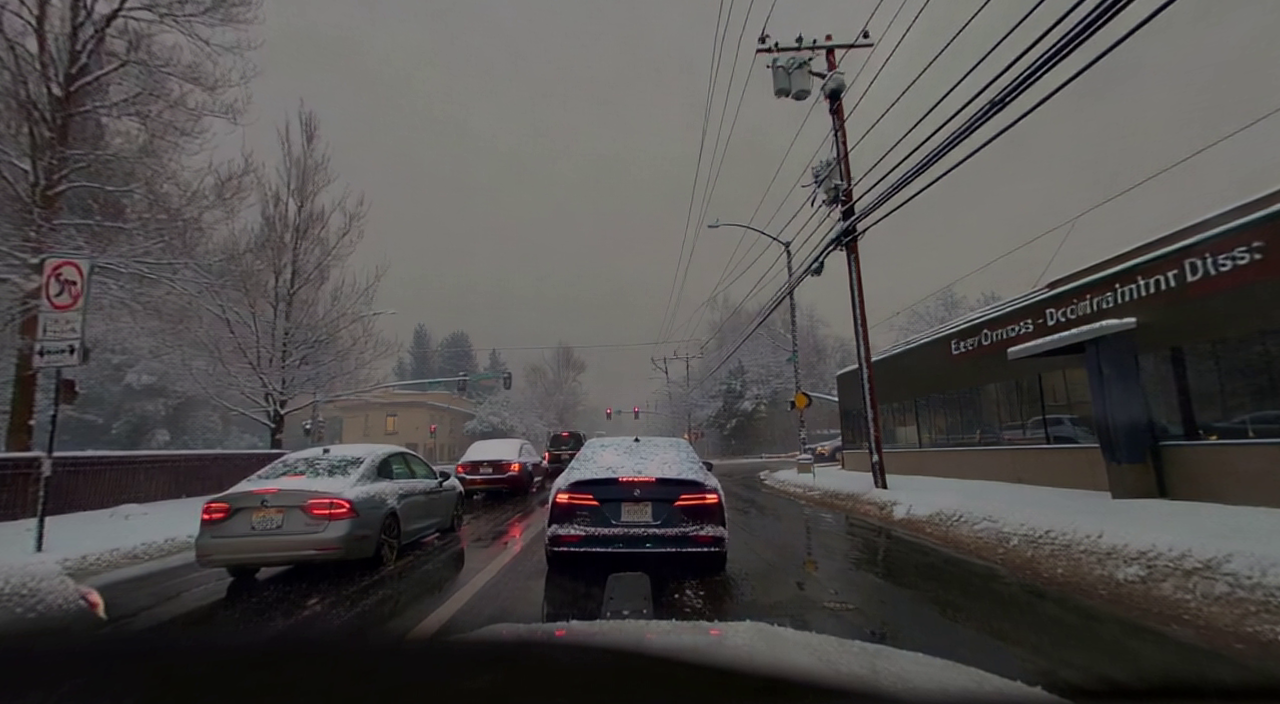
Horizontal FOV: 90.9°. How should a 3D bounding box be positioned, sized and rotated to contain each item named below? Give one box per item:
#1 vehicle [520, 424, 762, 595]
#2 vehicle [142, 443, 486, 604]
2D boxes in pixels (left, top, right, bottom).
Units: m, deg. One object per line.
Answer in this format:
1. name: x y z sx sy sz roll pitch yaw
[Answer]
1. vehicle: -0.001 1.674 7.540 2.101 1.469 3.955 0 -9 0
2. vehicle: -3.227 1.737 7.330 1.765 1.319 4.013 0 -9 2
